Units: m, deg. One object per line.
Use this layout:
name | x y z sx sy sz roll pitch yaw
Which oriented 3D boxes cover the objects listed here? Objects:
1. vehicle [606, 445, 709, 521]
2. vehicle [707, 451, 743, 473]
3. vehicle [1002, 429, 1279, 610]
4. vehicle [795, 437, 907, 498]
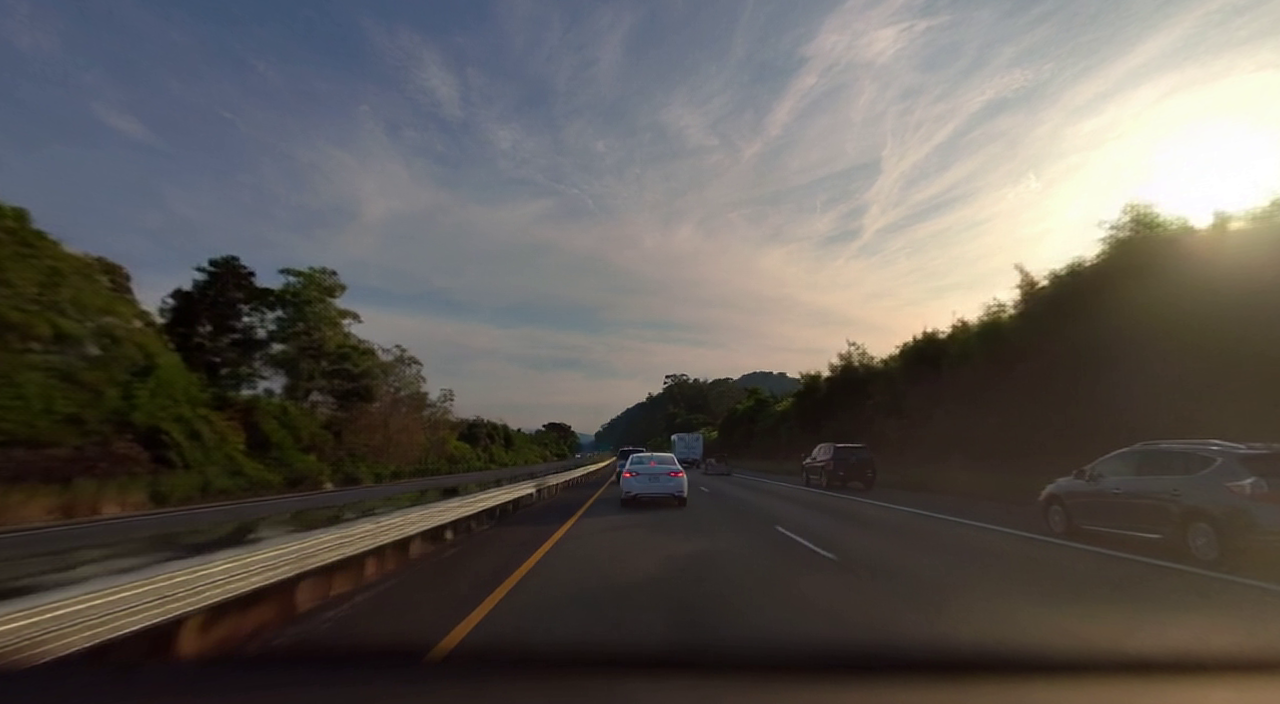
vehicle | 0.328 2.941 14.627 2.076 1.485 3.774 0 -9 -1
vehicle | 6.009 7.818 44.954 1.921 1.451 3.841 0 -9 -2
vehicle | 6.274 1.671 7.031 1.965 1.484 4.090 0 -9 -1
vehicle | 6.523 3.625 20.043 1.980 1.702 4.235 0 -9 -2
